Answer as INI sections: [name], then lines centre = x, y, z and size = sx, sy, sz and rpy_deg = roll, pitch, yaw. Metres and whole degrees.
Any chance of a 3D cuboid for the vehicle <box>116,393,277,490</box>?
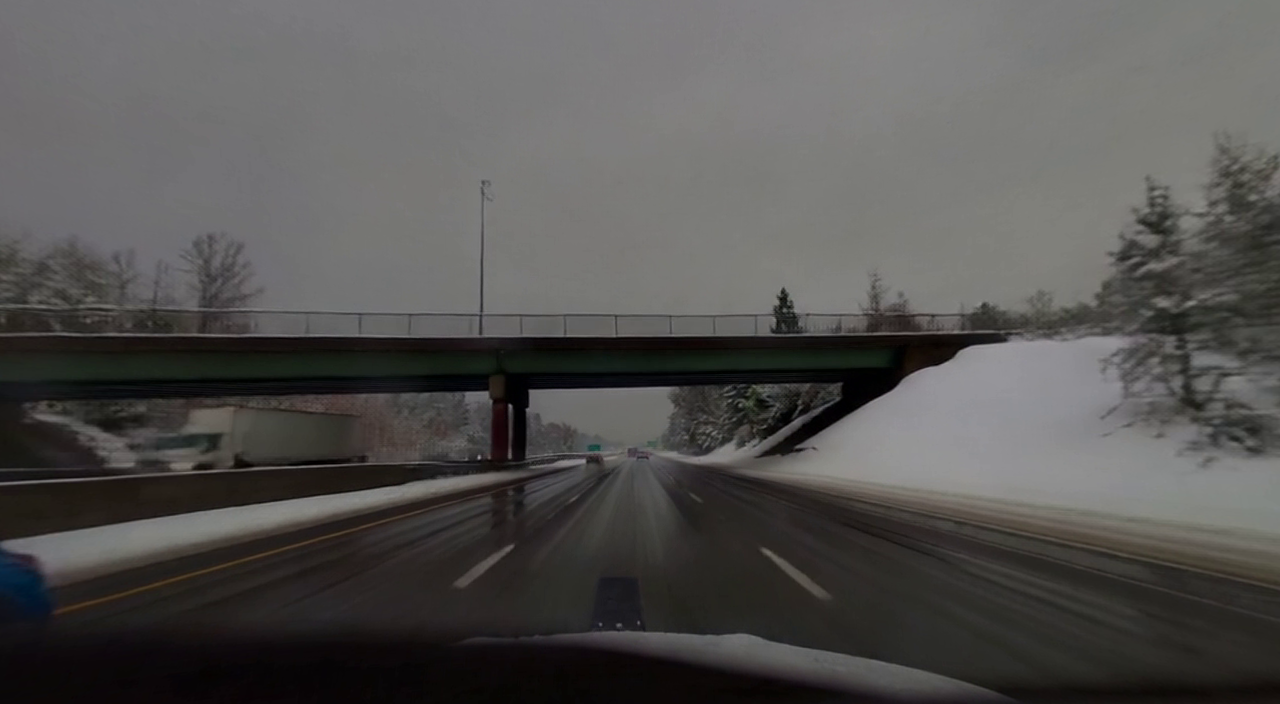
[vehicle]
centre = -20.103, 4.165, 29.132
size = 2.925, 3.996, 5.896
rpy_deg = 0, -9, 0
